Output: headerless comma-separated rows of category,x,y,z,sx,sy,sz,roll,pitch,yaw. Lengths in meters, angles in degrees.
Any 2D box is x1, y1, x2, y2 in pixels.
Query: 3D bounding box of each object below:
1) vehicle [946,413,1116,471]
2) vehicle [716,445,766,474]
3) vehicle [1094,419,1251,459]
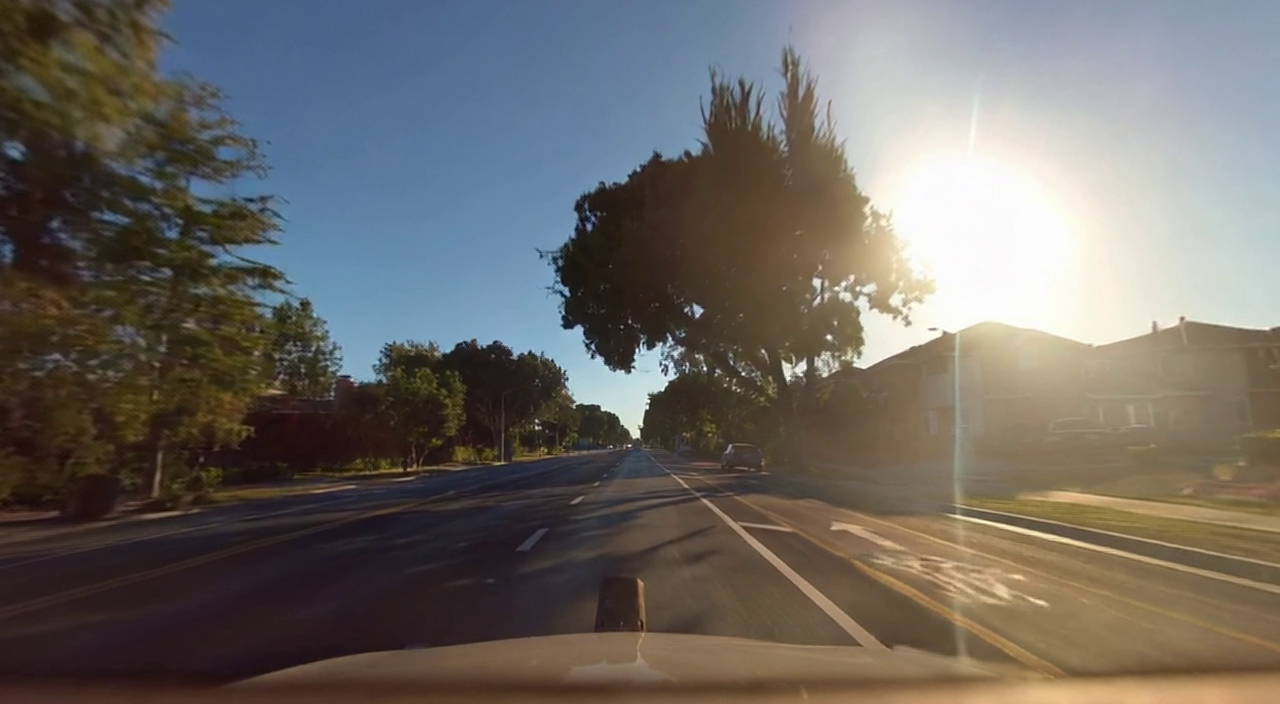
vehicle,15.239,3.540,24.859,5.136,1.795,2.244,-4,-9,-3
vehicle,5.316,5.727,33.964,1.984,1.418,4.709,1,-9,1
vehicle,21.040,3.460,25.113,4.479,1.474,1.907,0,-8,-1
